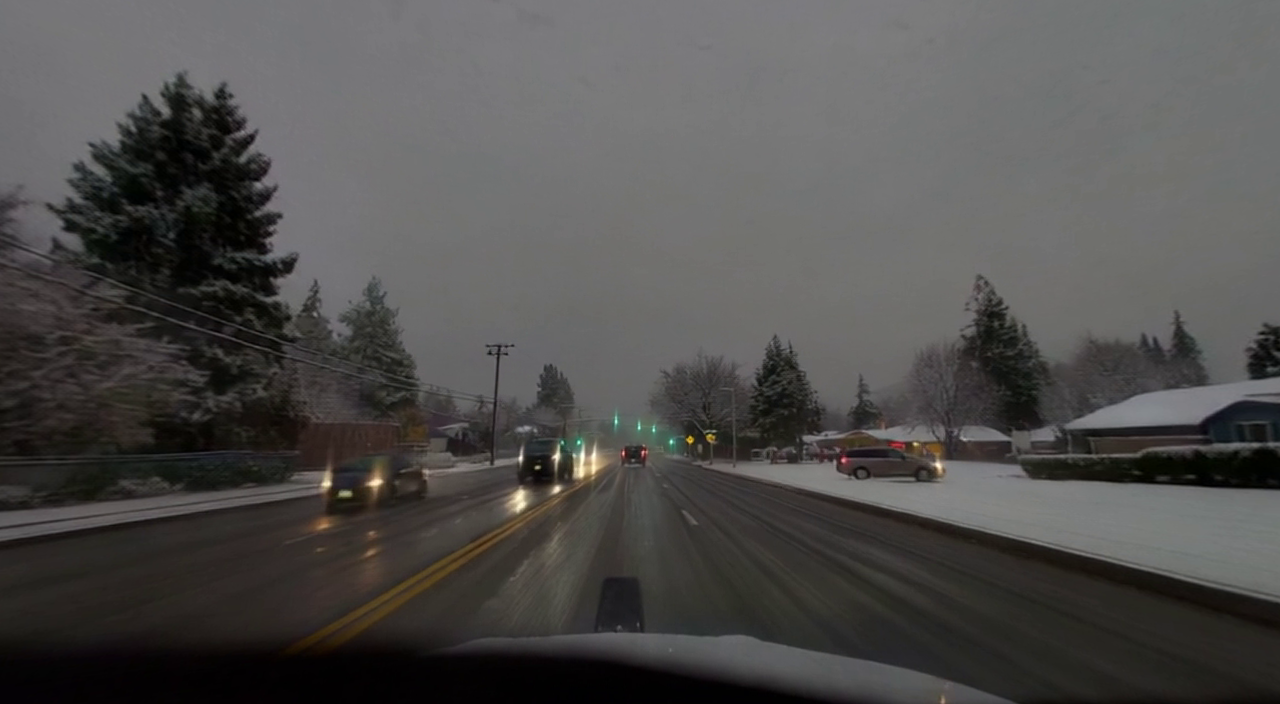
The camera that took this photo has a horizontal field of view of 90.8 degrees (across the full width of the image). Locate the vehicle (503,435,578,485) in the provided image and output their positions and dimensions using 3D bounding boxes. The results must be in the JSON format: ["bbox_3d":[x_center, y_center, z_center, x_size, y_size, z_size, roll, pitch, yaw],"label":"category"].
[{"bbox_3d":[-4.232,4.723,27.827,2.429,1.953,5.345,-1,-9,0],"label":"vehicle"}]

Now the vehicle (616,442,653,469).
[{"bbox_3d":[-0.325,7.684,46.950,2.554,1.902,5.329,0,-9,1],"label":"vehicle"}]

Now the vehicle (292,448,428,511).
[{"bbox_3d":[-7.441,3.398,17.262,1.961,1.510,3.827,0,-9,0],"label":"vehicle"}]

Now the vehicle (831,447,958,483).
[{"bbox_3d":[11.034,4.896,27.605,4.697,1.462,1.881,0,-8,-2],"label":"vehicle"}]
